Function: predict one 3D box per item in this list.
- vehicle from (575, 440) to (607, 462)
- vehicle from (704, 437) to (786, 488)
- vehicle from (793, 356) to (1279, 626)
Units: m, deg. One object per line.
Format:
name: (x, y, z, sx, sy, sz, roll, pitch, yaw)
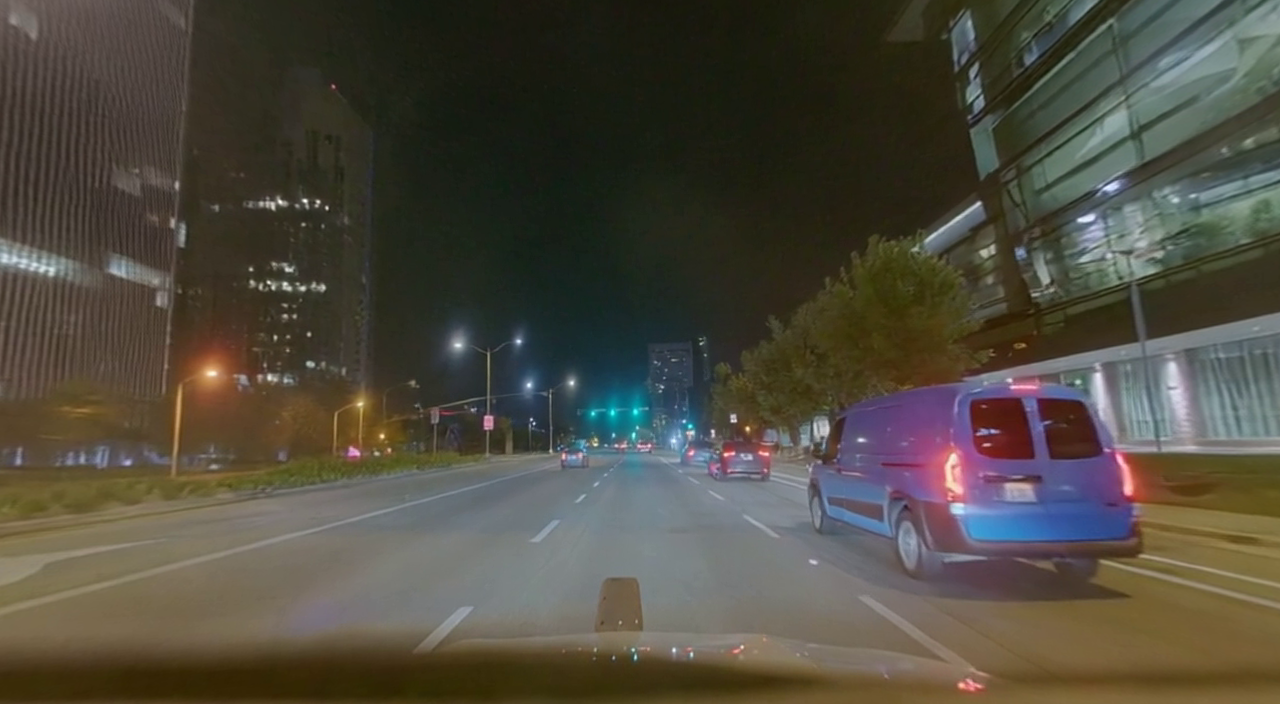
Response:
vehicle: (-3.475, 7.123, 45.496, 1.864, 1.464, 4.195, 0, -8, 1)
vehicle: (3.304, 3.554, 20.594, 1.867, 1.493, 4.190, 0, -8, -2)
vehicle: (3.528, 1.359, 7.134, 2.200, 1.914, 5.145, 0, -8, -1)
